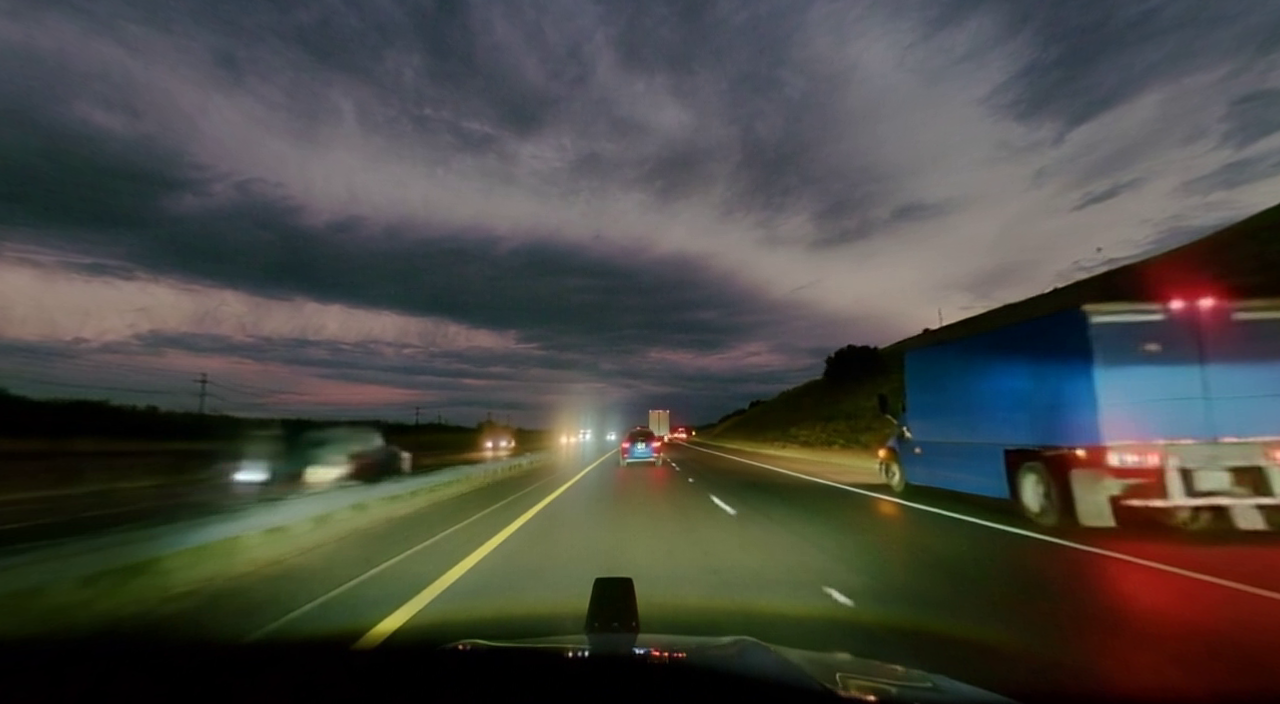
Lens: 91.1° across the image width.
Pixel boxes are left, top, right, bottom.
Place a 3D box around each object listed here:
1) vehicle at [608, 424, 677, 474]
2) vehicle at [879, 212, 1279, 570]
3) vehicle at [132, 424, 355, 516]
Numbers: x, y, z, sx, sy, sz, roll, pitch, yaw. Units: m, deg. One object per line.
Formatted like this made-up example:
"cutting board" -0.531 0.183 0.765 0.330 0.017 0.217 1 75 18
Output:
"vehicle" 0.053 3.425 22.503 2.216 1.623 4.220 0 -8 -1
"vehicle" 7.464 0.922 10.847 3.010 3.638 8.978 0 -8 -1
"vehicle" -7.607 2.261 12.641 1.869 1.521 4.034 0 -8 -1
